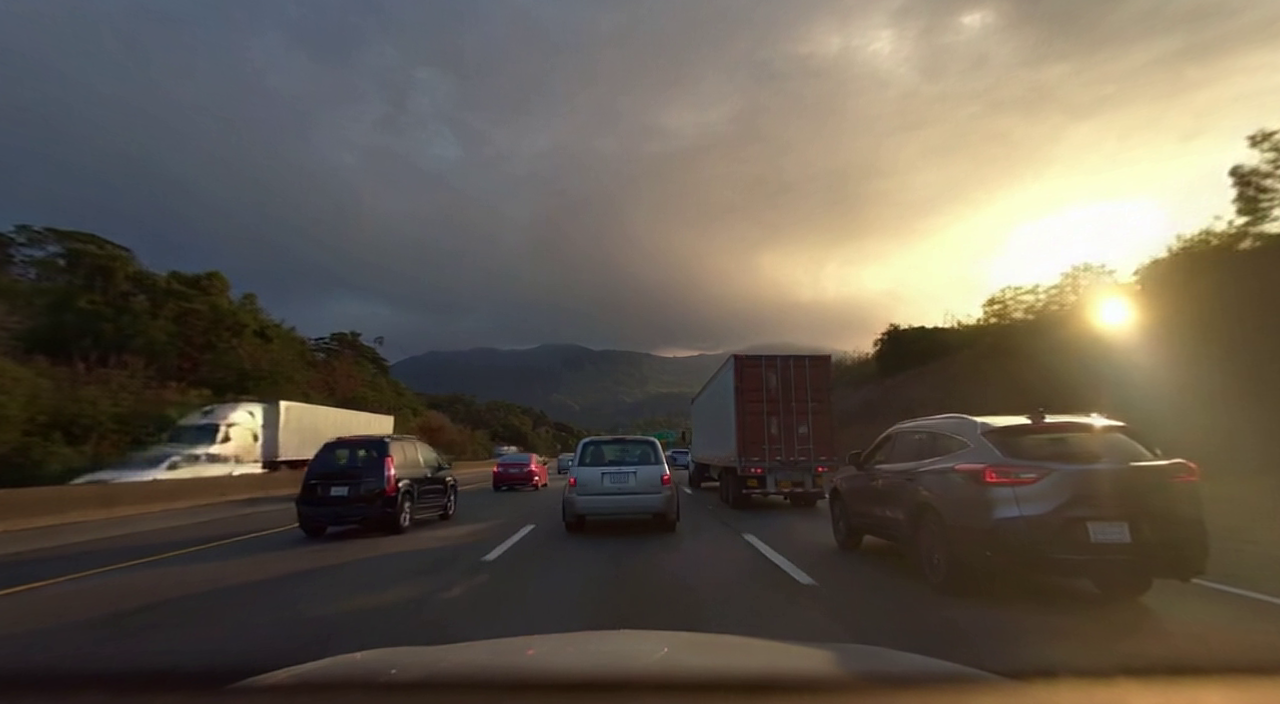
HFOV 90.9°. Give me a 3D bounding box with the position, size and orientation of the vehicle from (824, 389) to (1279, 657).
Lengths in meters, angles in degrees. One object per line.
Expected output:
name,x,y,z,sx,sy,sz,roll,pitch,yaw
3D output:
vehicle,3.693,1.485,6.560,2.076,1.751,4.666,0,-9,-1

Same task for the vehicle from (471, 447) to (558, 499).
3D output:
vehicle,-3.972,3.893,20.630,1.923,1.503,4.293,0,-9,0

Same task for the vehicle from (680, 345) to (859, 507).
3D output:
vehicle,3.769,3.041,23.781,3.186,4.111,15.553,0,-9,-1

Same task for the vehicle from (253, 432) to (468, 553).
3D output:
vehicle,-4.327,2.219,10.544,1.789,1.620,3.841,0,-9,0

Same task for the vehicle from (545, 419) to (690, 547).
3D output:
vehicle,-0.327,2.192,11.105,2.037,1.792,4.194,0,-9,0

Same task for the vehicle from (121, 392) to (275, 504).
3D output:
vehicle,-16.856,3.700,24.428,2.741,3.929,4.071,0,-9,0

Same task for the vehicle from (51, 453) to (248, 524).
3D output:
vehicle,-12.394,3.422,16.311,2.065,1.565,3.728,0,-9,0
